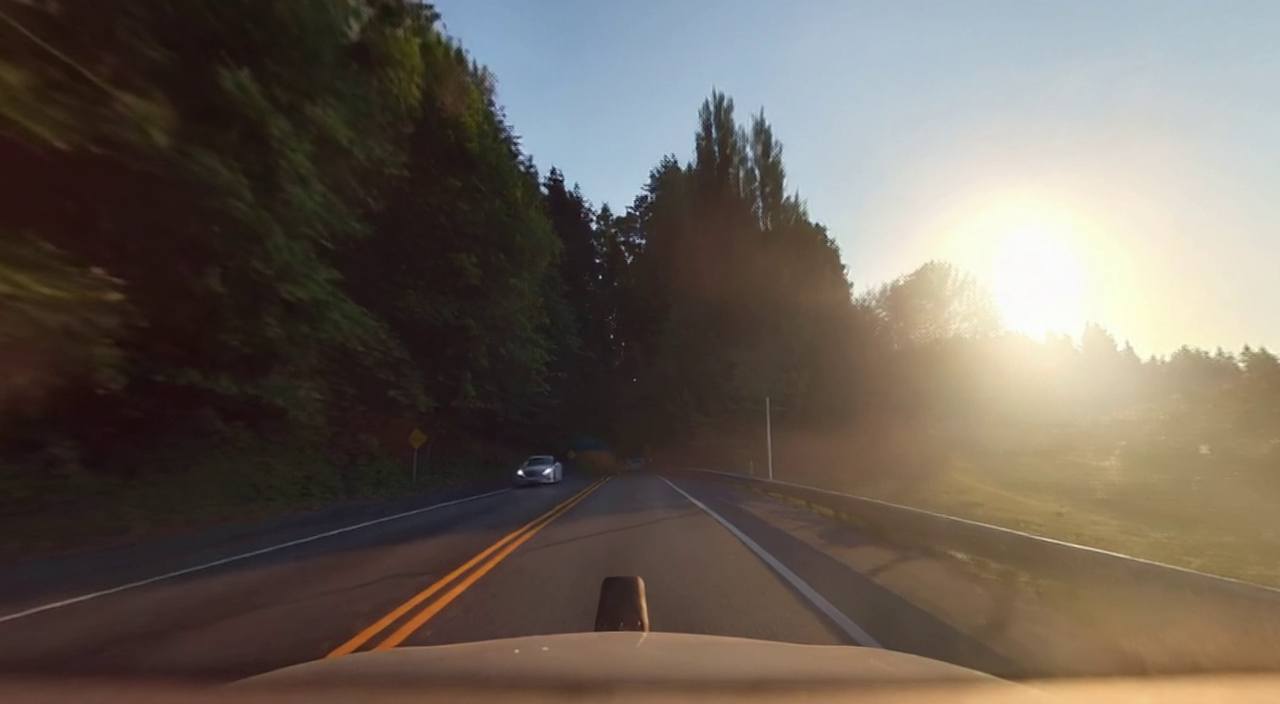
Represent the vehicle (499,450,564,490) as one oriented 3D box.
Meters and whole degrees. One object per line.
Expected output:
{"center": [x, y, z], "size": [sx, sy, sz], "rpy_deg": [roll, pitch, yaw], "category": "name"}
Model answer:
{"center": [-4.678, 5.158, 27.983], "size": [2.080, 1.512, 4.450], "rpy_deg": [-1, -8, 0], "category": "vehicle"}
